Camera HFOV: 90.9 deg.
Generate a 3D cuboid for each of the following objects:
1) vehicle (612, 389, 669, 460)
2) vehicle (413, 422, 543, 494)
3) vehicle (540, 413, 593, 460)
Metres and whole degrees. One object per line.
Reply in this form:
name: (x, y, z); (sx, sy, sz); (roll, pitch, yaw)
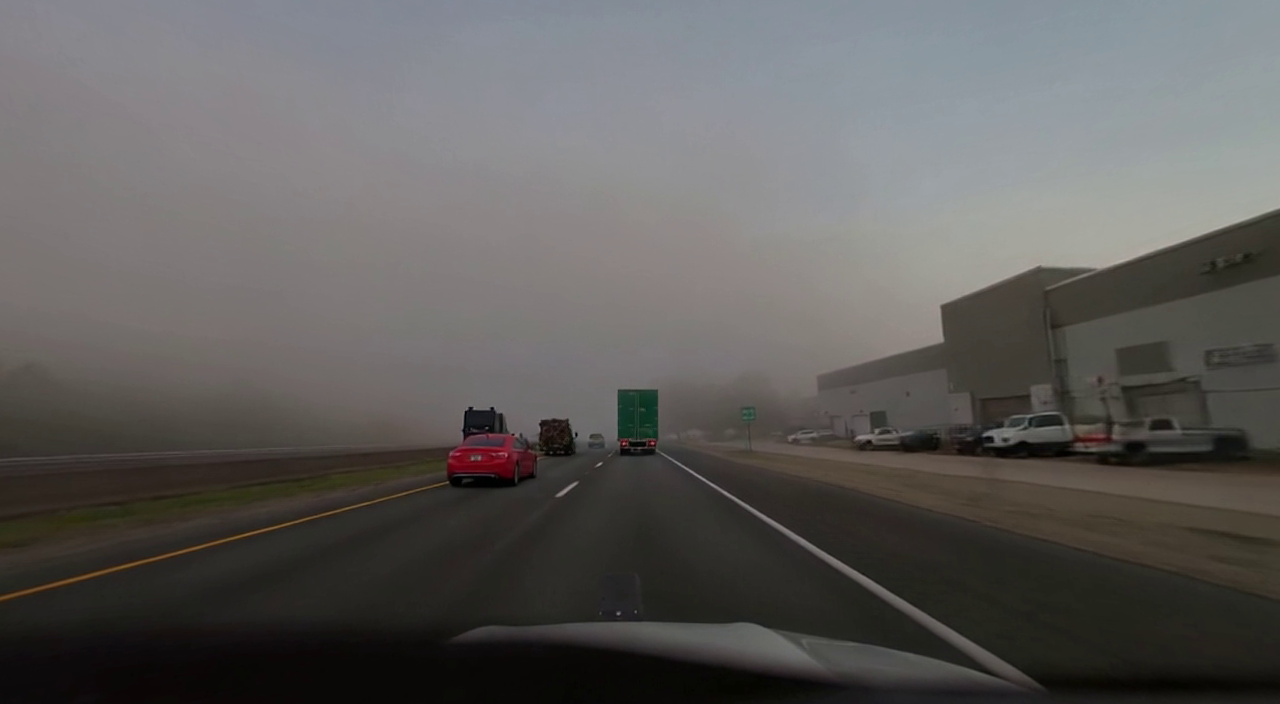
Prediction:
vehicle: (-0.063, 4.810, 41.103); (3.259, 4.066, 9.891); (0, -8, -1)
vehicle: (-4.048, 2.734, 16.757); (2.005, 1.602, 5.131); (0, -8, 1)
vehicle: (-4.507, 5.356, 39.942); (2.717, 2.714, 6.997); (0, -8, -1)
